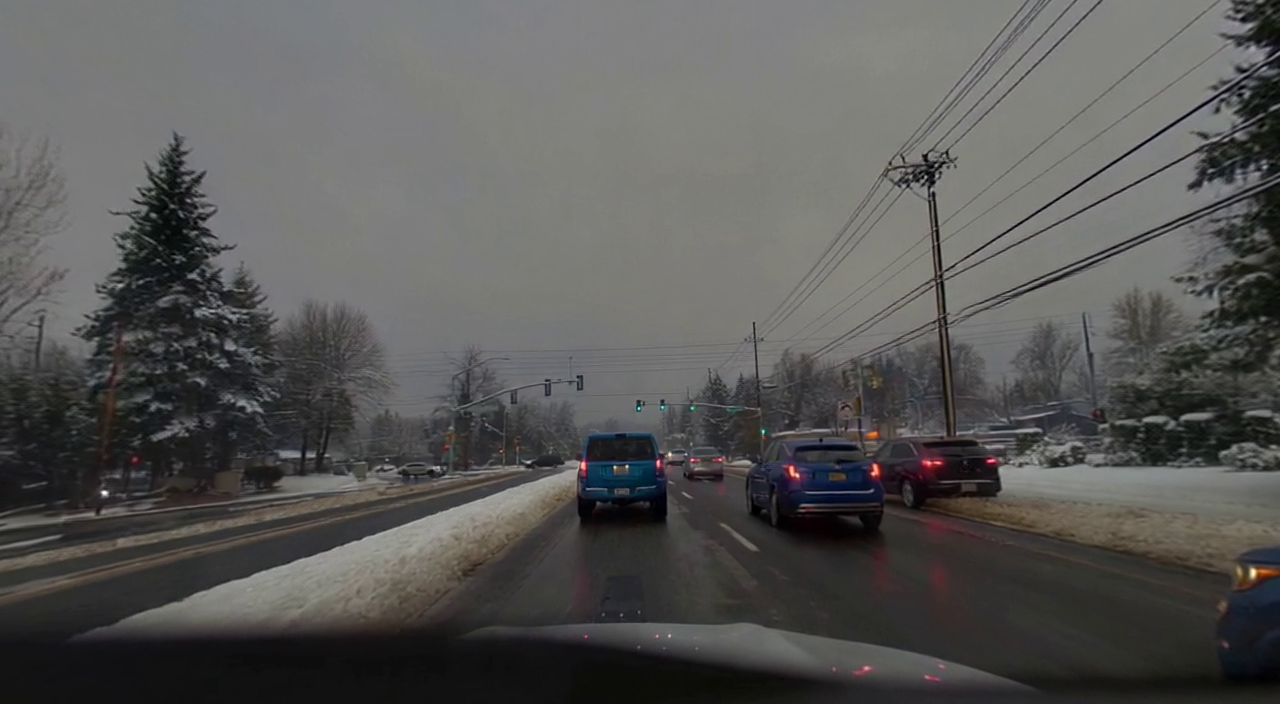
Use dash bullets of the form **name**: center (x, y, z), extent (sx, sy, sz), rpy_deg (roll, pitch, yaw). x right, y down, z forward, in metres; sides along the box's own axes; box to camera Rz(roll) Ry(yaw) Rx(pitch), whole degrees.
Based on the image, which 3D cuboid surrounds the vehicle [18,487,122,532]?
- **vehicle**: center (-26.810, 7.405, 29.714), extent (4.526, 1.715, 1.989), rpy_deg (-10, -13, 26)

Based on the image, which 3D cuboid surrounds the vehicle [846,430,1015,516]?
- **vehicle**: center (6.746, 2.849, 15.329), extent (1.929, 1.753, 4.396), rpy_deg (0, -9, -1)

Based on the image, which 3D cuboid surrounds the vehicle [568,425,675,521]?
- **vehicle**: center (-0.453, 2.866, 15.445), extent (2.231, 1.998, 4.254), rpy_deg (0, -9, -2)

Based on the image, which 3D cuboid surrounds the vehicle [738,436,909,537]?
- **vehicle**: center (3.274, 2.478, 12.332), extent (1.880, 1.579, 4.401), rpy_deg (0, -9, -2)

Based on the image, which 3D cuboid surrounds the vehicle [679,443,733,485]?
- **vehicle**: center (2.904, 5.032, 28.642), extent (1.915, 1.765, 4.047), rpy_deg (0, -9, -2)

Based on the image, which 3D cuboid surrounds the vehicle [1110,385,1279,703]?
- **vehicle**: center (3.260, 0.663, 0.837), extent (1.889, 1.517, 4.308), rpy_deg (0, -9, -1)
